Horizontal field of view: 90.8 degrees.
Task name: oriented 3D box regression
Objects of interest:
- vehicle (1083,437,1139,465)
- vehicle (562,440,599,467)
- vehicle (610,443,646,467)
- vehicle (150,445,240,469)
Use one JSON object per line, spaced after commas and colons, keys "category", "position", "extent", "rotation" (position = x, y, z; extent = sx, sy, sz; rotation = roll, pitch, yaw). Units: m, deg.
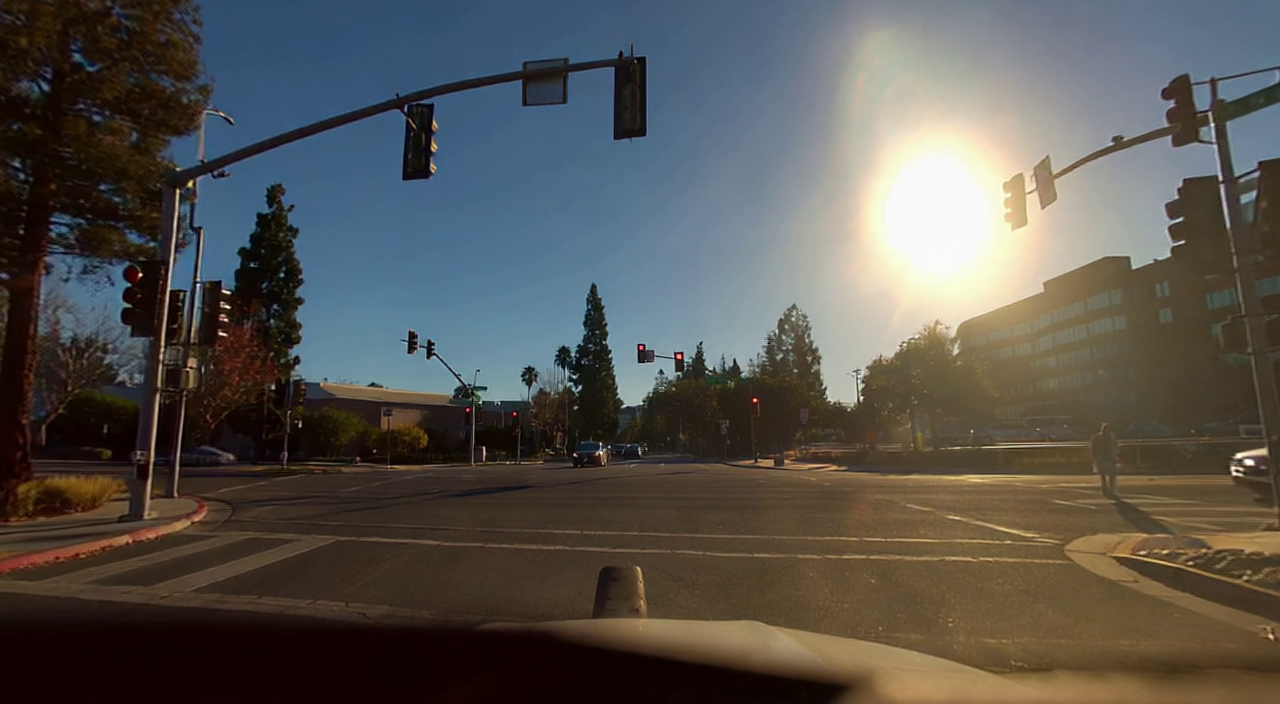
{"category": "vehicle", "position": [26.984, 5.660, 36.135], "extent": [2.092, 1.474, 4.046], "rotation": [-8, -11, 41]}
{"category": "vehicle", "position": [-4.091, 7.106, 44.293], "extent": [2.251, 1.756, 4.610], "rotation": [0, -9, -2]}
{"category": "vehicle", "position": [-0.839, 6.831, 41.991], "extent": [2.056, 1.492, 3.937], "rotation": [1, -9, -6]}
{"category": "vehicle", "position": [-27.408, 6.467, 38.944], "extent": [4.628, 1.414, 1.897], "rotation": [-3, -9, 15]}
